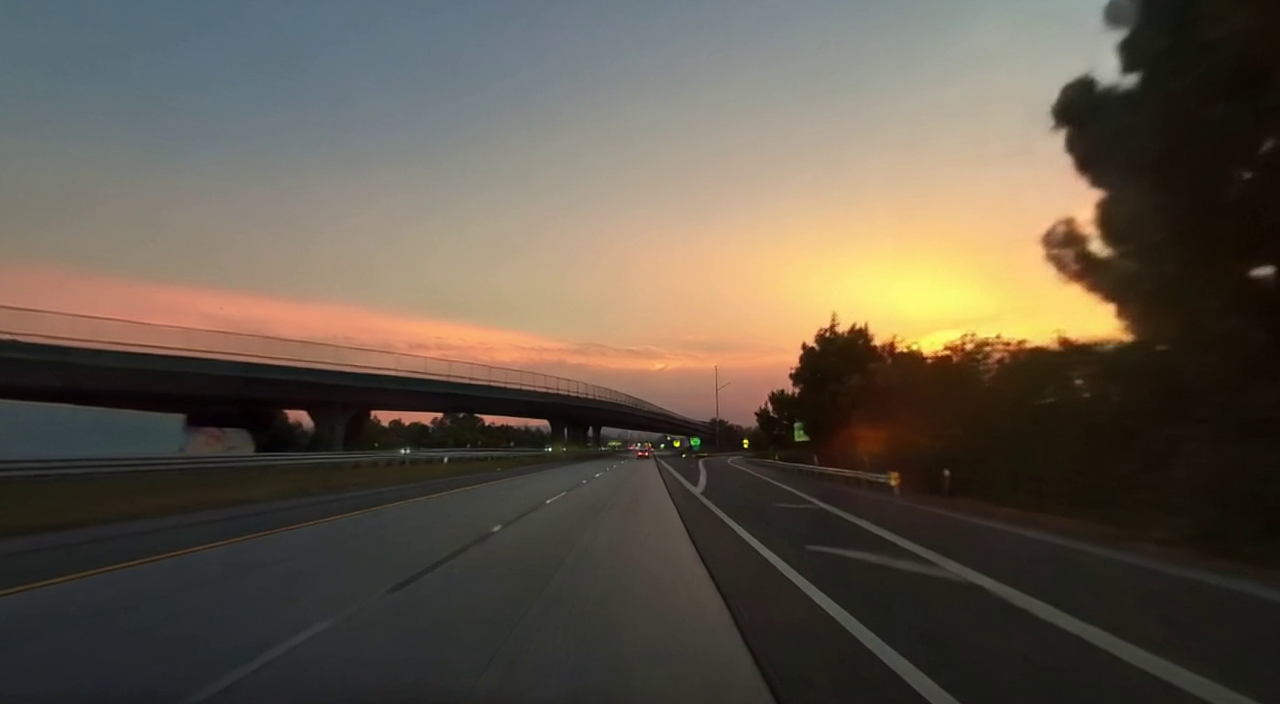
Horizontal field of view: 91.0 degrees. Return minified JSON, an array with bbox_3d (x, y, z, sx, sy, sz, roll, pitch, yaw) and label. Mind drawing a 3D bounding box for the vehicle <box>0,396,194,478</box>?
[{"bbox_3d":[-25.130,3.933,28.797,2.826,3.162,8.616,0,-9,2],"label":"vehicle"}]
